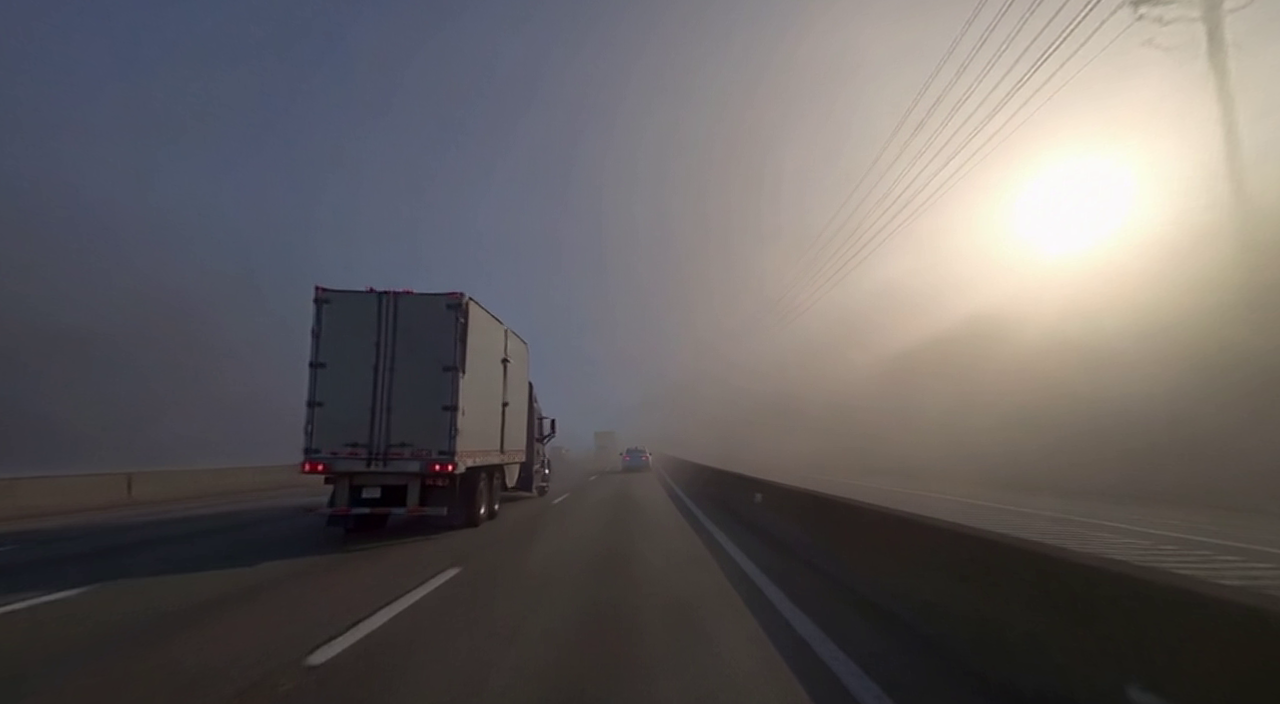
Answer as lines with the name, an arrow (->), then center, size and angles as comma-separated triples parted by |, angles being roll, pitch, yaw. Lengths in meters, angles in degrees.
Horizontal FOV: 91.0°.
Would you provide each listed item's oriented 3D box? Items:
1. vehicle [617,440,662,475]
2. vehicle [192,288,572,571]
vehicle -> -0.015, 5.350, 32.143 | 2.178, 1.640, 4.071 | 0, -9, 0
vehicle -> -3.429, 1.533, 11.818 | 3.023, 3.246, 9.102 | -1, -9, 2
